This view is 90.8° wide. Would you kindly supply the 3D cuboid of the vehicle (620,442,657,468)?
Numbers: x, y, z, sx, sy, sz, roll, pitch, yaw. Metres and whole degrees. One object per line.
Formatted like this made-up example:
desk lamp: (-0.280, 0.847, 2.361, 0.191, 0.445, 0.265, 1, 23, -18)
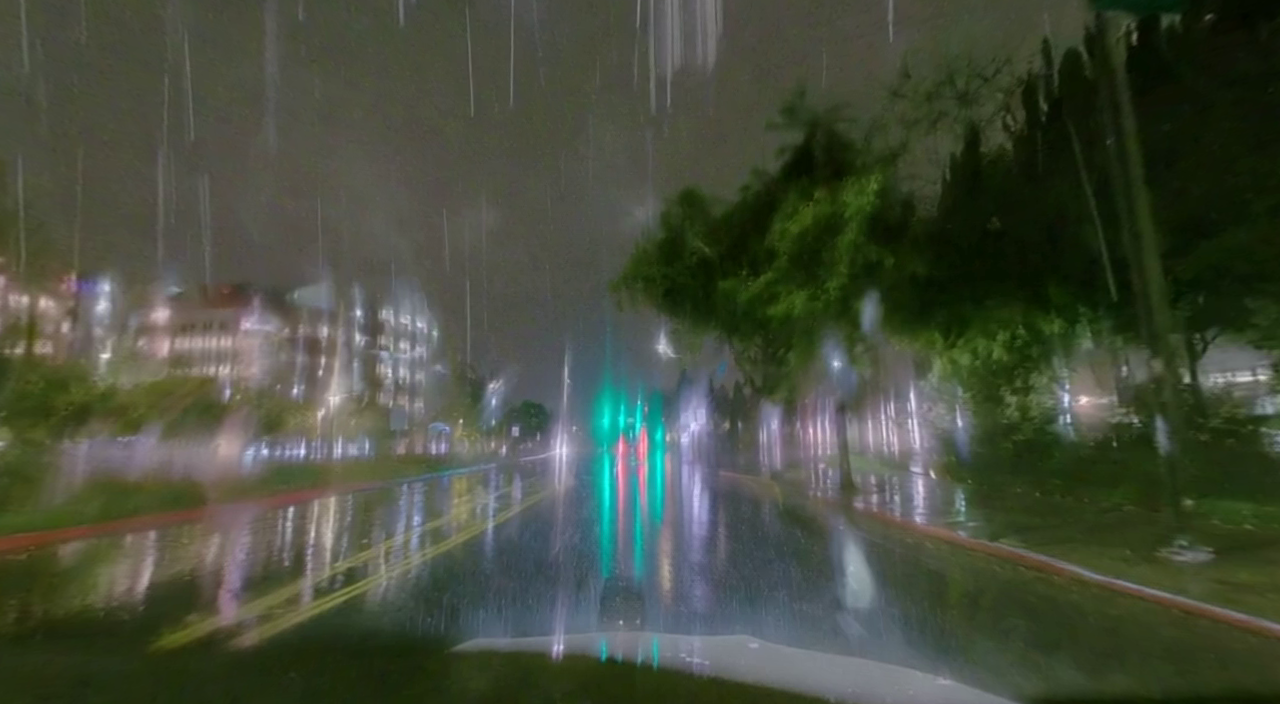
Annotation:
vehicle: (-0.153, 6.229, 38.544, 2.131, 1.474, 4.146, 0, -8, -2)
